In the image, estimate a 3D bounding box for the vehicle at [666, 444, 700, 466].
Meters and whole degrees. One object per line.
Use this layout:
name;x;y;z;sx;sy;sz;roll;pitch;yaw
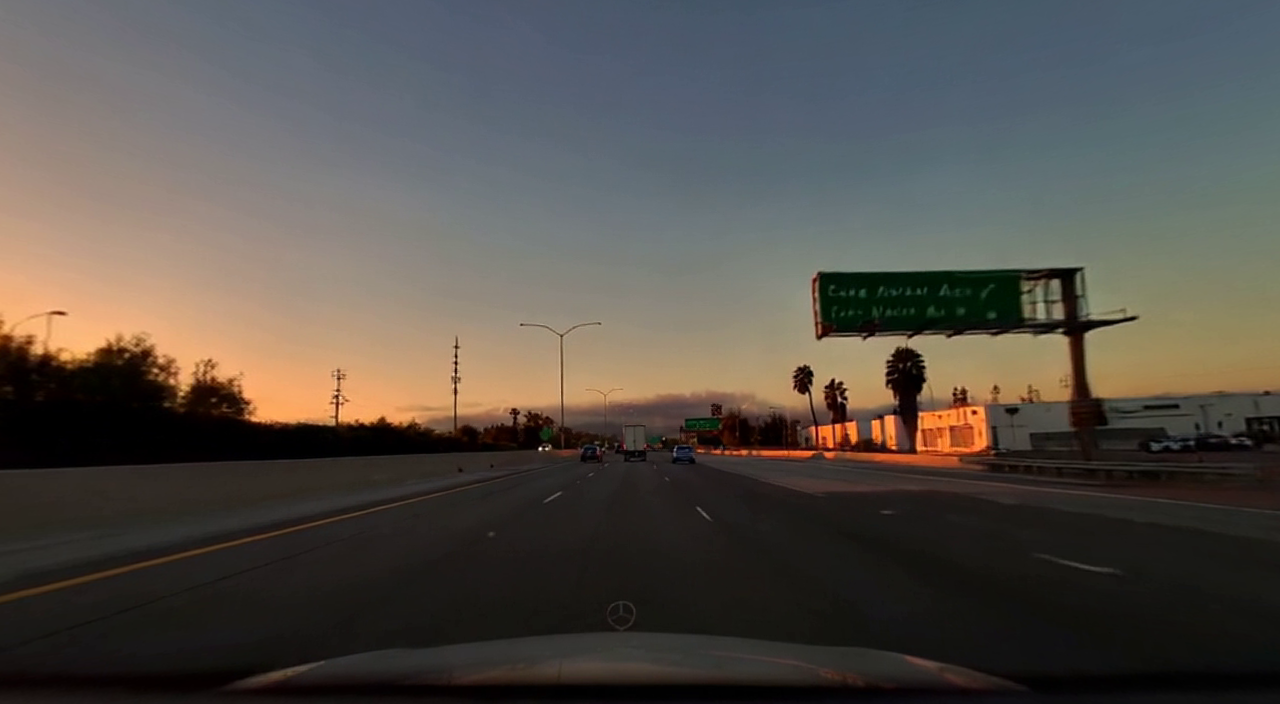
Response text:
vehicle;3.060;7.426;45.593;2.049;1.485;4.106;0;-8;-1

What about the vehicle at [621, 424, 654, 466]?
vehicle;-0.282;7.217;49.023;2.364;2.953;6.495;0;-8;-1
